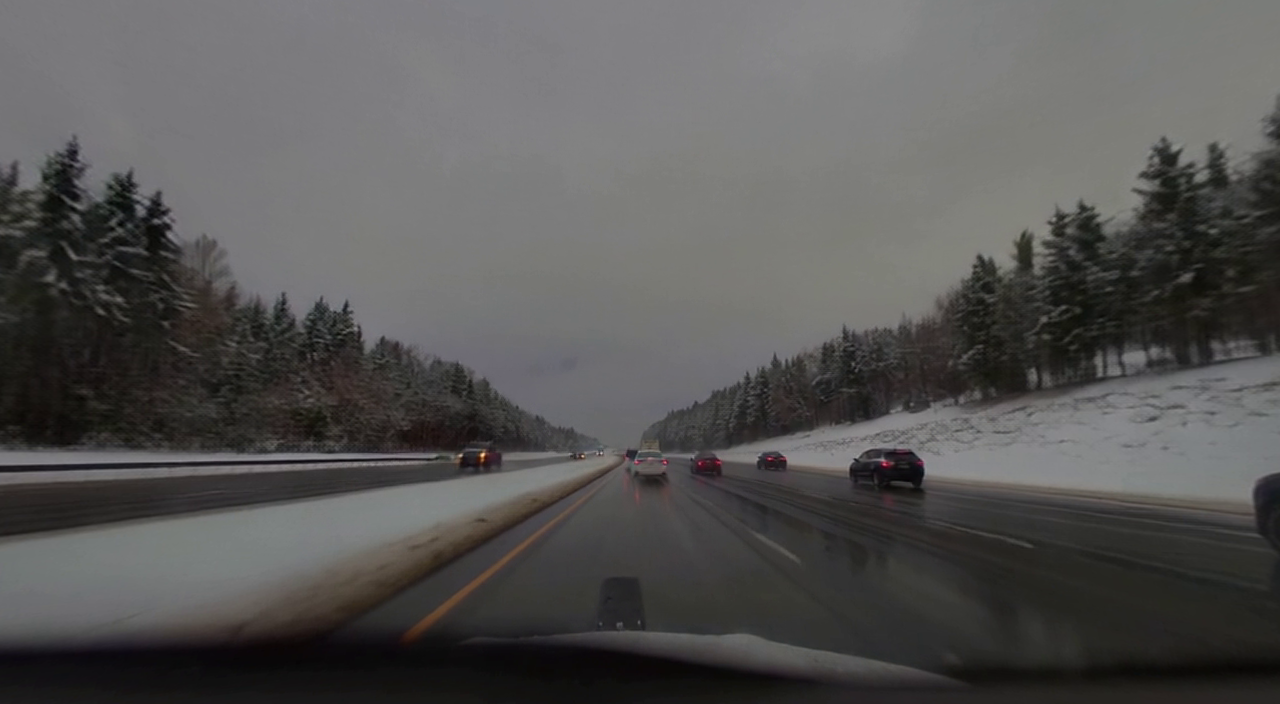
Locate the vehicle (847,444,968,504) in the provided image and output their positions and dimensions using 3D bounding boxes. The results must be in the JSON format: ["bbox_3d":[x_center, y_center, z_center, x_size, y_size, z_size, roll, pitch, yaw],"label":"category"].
[{"bbox_3d":[7.689,3.507,18.556,1.847,1.554,3.752,0,-9,-1],"label":"vehicle"}]

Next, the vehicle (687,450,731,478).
[{"bbox_3d":[3.963,6.502,36.834,1.981,1.518,4.029,0,-9,-1],"label":"vehicle"}]

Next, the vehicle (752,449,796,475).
[{"bbox_3d":[8.640,7.136,40.961,1.957,1.594,3.632,0,-9,-1],"label":"vehicle"}]

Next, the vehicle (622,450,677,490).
[{"bbox_3d":[0.366,4.652,25.109,2.020,1.426,3.702,0,-9,0],"label":"vehicle"}]

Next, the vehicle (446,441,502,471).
[{"bbox_3d":[-9.404,5.947,36.124,2.037,1.589,4.257,0,-9,0],"label":"vehicle"}]
